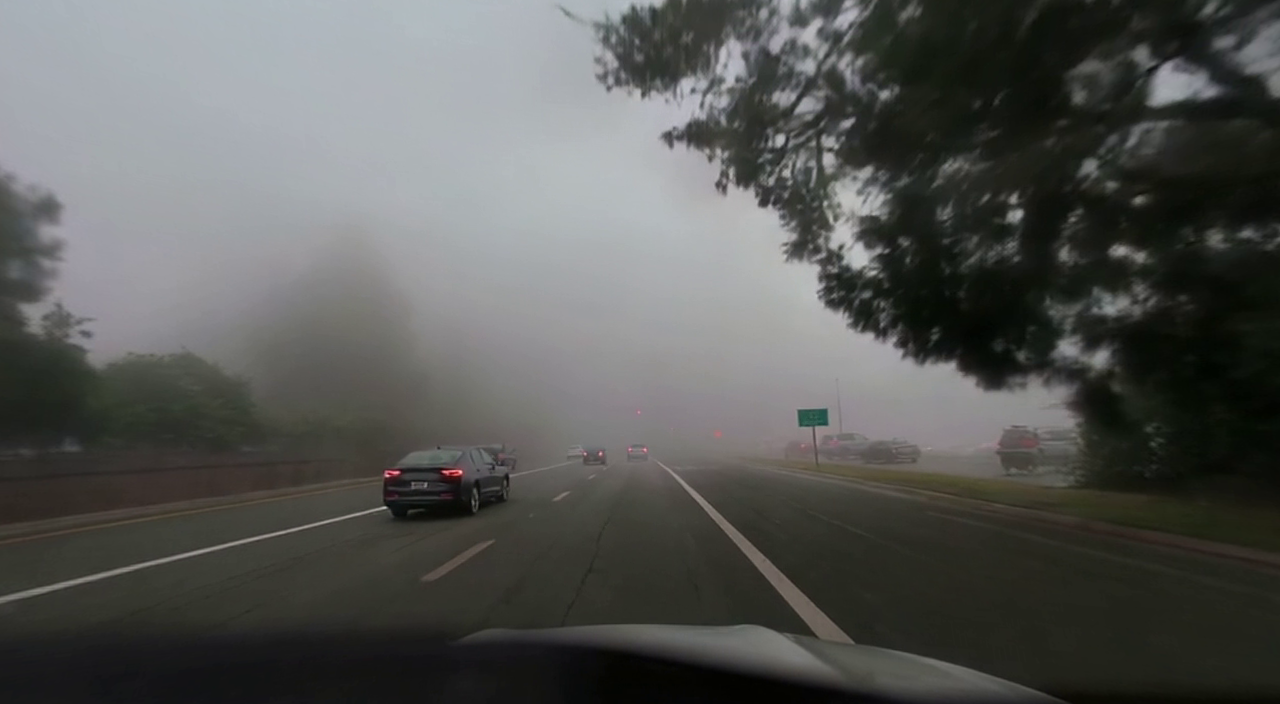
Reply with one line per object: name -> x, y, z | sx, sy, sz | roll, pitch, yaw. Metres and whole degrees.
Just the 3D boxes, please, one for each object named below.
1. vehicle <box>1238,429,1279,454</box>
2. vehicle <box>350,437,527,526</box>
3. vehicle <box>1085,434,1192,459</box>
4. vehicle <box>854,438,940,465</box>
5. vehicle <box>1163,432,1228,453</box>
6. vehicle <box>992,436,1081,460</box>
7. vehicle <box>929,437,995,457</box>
vehicle -> 40.395, 5.684, 40.089 | 3.959, 1.533, 1.964 | 4, -9, -24
vehicle -> -3.803, 2.522, 12.935 | 1.920, 1.480, 4.549 | -1, -9, 3
vehicle -> 29.664, 5.656, 37.770 | 4.650, 1.445, 1.982 | -5, -10, 28
vehicle -> 14.908, 5.749, 36.619 | 4.505, 1.472, 2.020 | 4, -10, -26
vehicle -> 39.799, 6.497, 45.256 | 4.054, 1.449, 1.816 | 3, -9, -23
vehicle -> 25.131, 6.106, 40.221 | 4.528, 1.450, 1.889 | -4, -9, 25
vehicle -> 25.031, 7.386, 49.099 | 4.387, 1.477, 1.949 | -5, -10, 30
